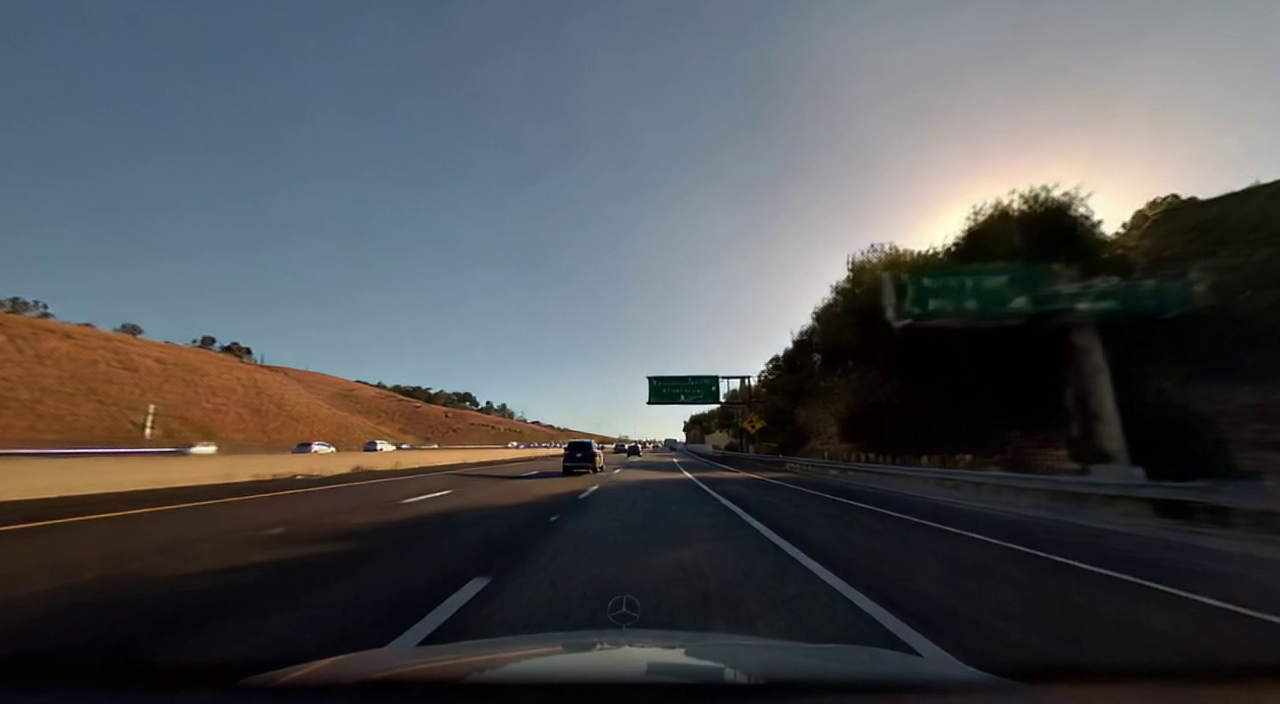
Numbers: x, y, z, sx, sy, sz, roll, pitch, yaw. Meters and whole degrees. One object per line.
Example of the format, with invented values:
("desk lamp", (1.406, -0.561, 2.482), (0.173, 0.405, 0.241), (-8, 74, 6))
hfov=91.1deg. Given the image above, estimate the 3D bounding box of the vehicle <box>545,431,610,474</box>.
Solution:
("vehicle", (-2.897, 4.822, 30.306), (2.413, 1.896, 5.218), (0, -8, 2))
